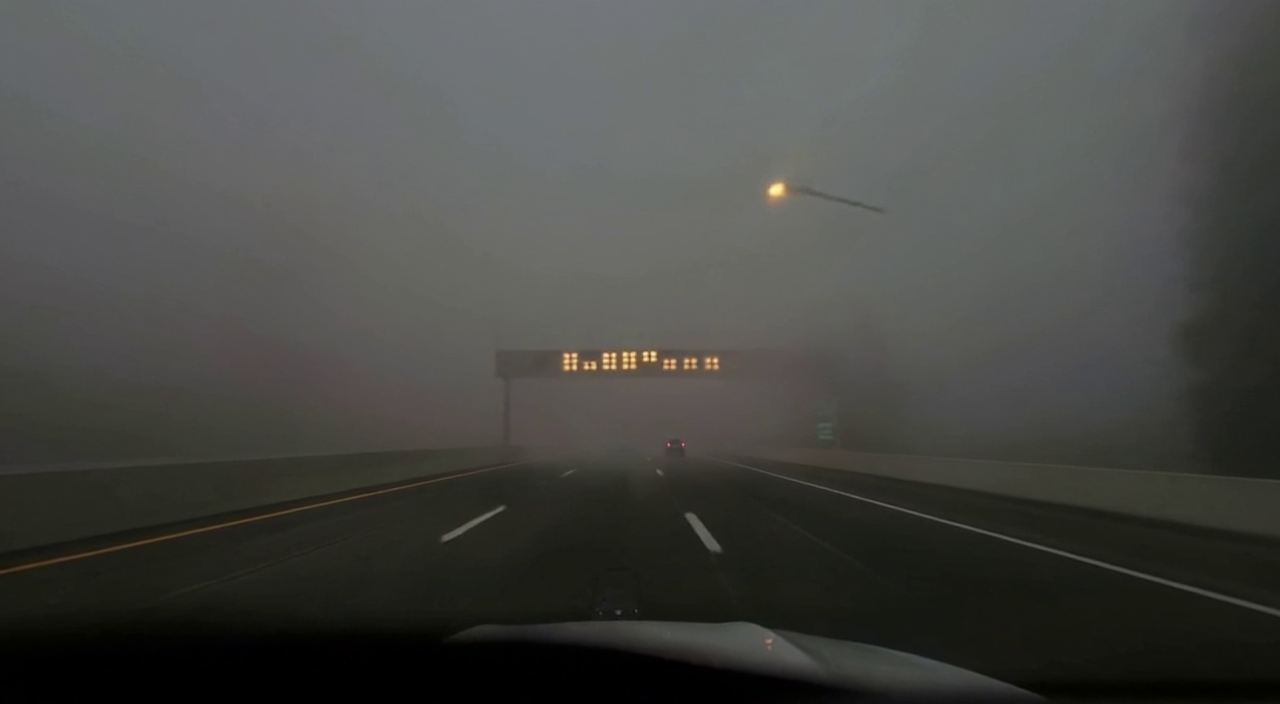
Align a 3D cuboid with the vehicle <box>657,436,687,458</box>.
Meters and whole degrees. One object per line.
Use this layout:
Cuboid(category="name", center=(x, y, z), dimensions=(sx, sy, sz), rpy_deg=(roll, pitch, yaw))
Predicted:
Cuboid(category="vehicle", center=(2.283, 6.845, 45.454), dimensions=(1.946, 1.481, 3.969), rpy_deg=(0, -8, 0))
